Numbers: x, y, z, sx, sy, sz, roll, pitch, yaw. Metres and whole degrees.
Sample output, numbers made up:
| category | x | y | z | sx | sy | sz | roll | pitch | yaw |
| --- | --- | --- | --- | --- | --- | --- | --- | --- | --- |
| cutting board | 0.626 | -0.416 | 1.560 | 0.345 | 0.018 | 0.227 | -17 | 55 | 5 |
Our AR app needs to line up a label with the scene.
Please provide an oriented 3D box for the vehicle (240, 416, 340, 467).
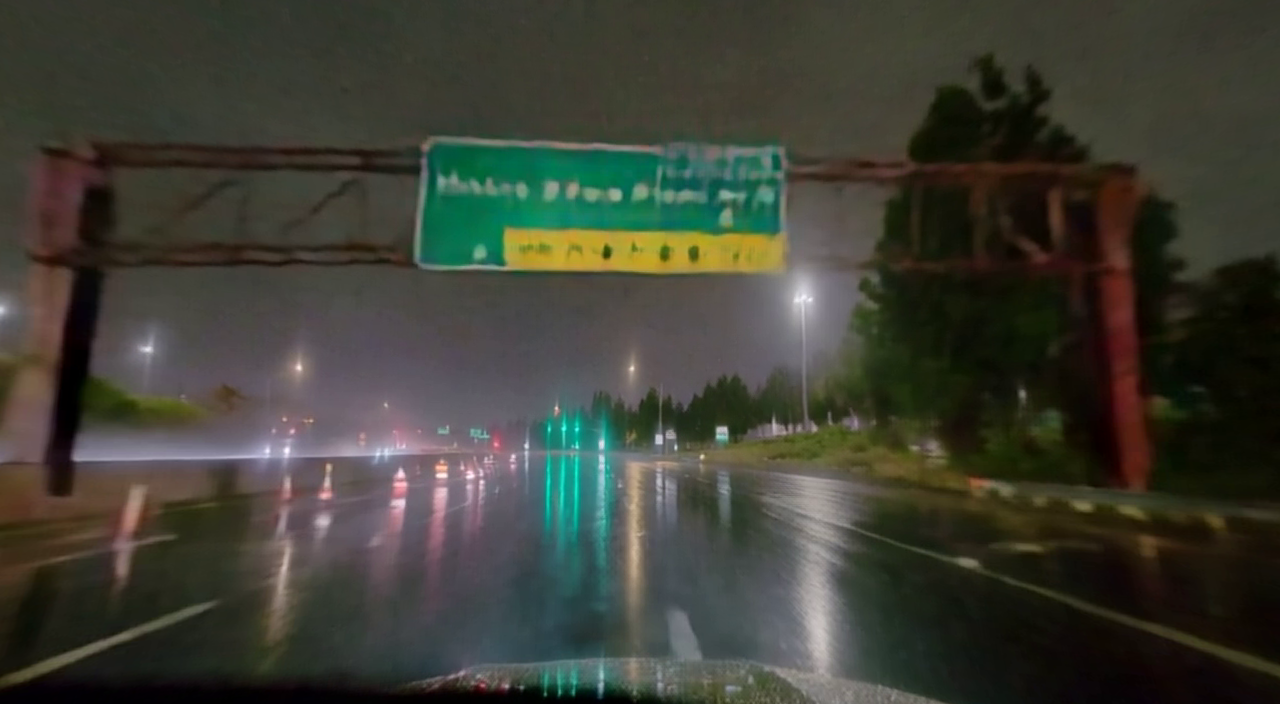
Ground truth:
| category | x | y | z | sx | sy | sz | roll | pitch | yaw |
| --- | --- | --- | --- | --- | --- | --- | --- | --- | --- |
| vehicle | -25.307 | 6.578 | 46.220 | 3.030 | 3.342 | 8.736 | 1 | -9 | -6 |
